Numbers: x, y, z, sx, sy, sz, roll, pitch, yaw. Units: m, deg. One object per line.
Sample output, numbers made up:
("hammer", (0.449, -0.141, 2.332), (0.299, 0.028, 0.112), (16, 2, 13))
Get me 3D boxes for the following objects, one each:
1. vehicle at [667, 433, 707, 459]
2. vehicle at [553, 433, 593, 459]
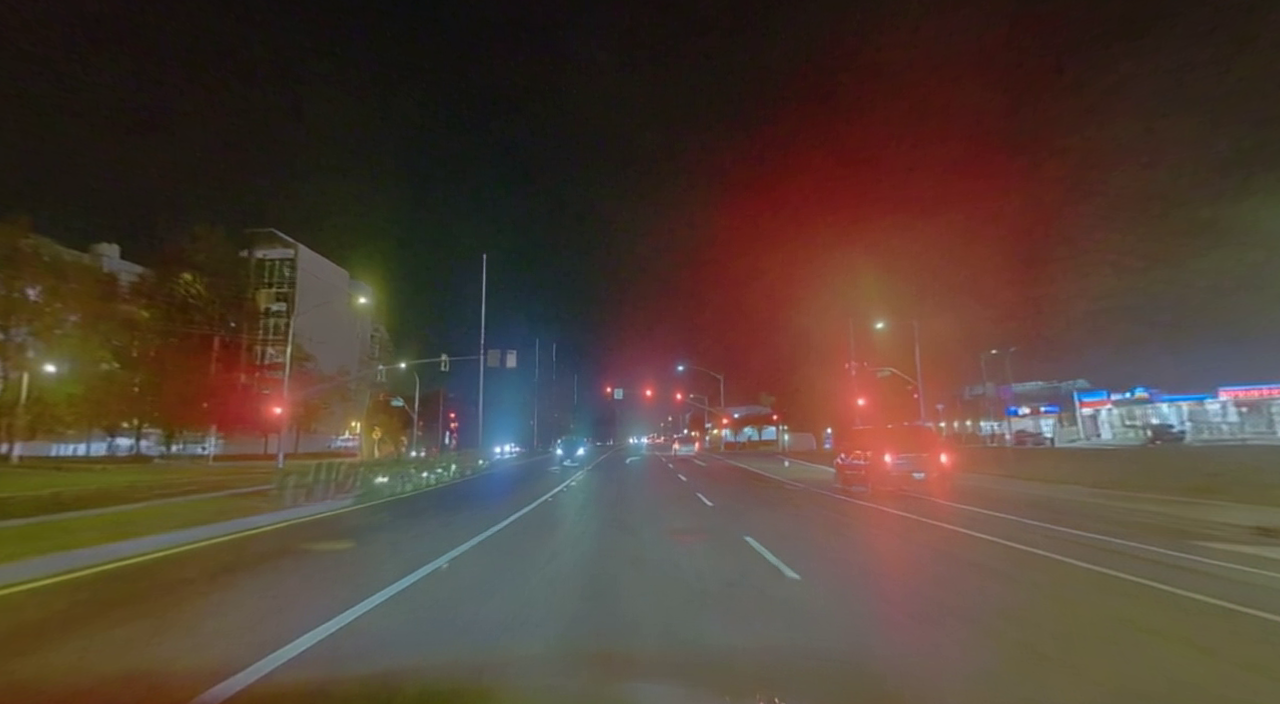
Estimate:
("vehicle", (2.843, 5.858, 39.296), (2.130, 1.524, 4.722), (0, -8, 0))
("vehicle", (-4.161, 5.881, 39.706), (1.973, 1.526, 4.533), (0, -8, 0))
